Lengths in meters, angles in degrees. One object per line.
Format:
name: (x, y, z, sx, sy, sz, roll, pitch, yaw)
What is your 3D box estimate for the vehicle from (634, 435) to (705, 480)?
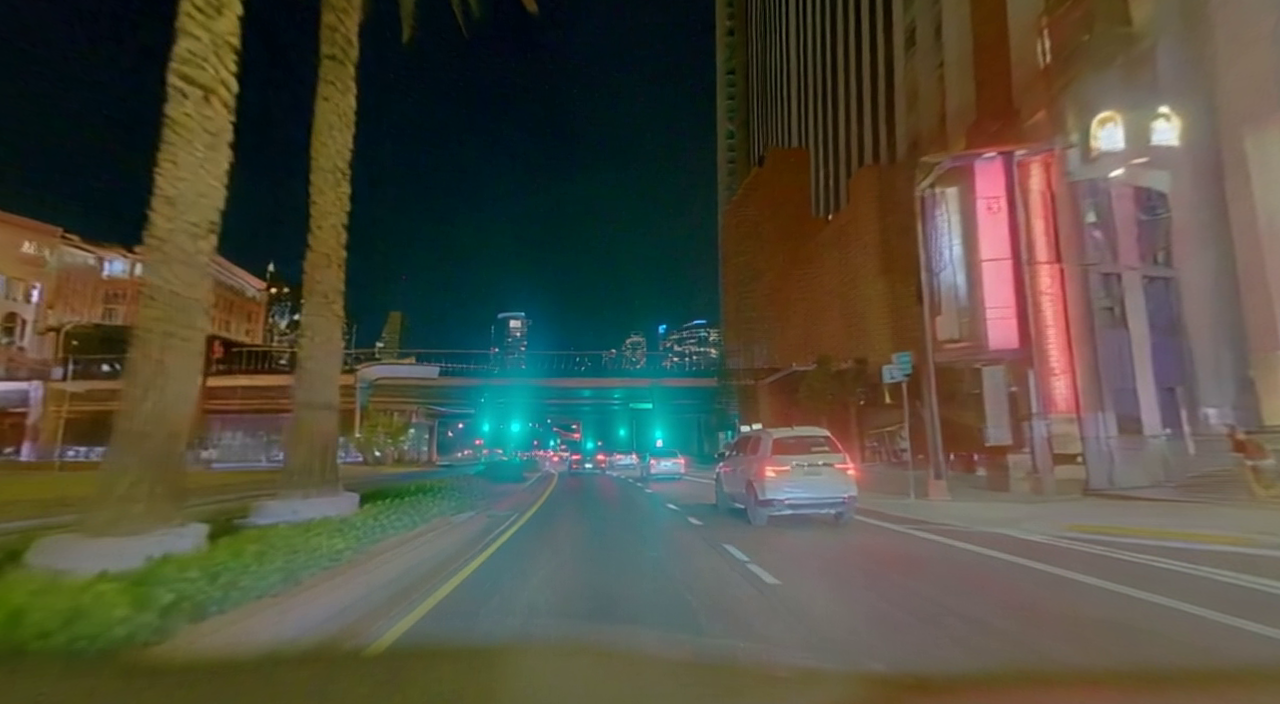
vehicle: (1.108, 4.400, 26.585, 2.214, 1.711, 4.474, 1, -9, -7)

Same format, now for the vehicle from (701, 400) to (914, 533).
vehicle: (2.799, 2.117, 12.214, 2.407, 1.991, 5.130, 0, -9, -4)

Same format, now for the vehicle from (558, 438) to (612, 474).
vehicle: (-2.846, 5.195, 31.712, 2.332, 1.625, 4.933, 1, -9, -9)
